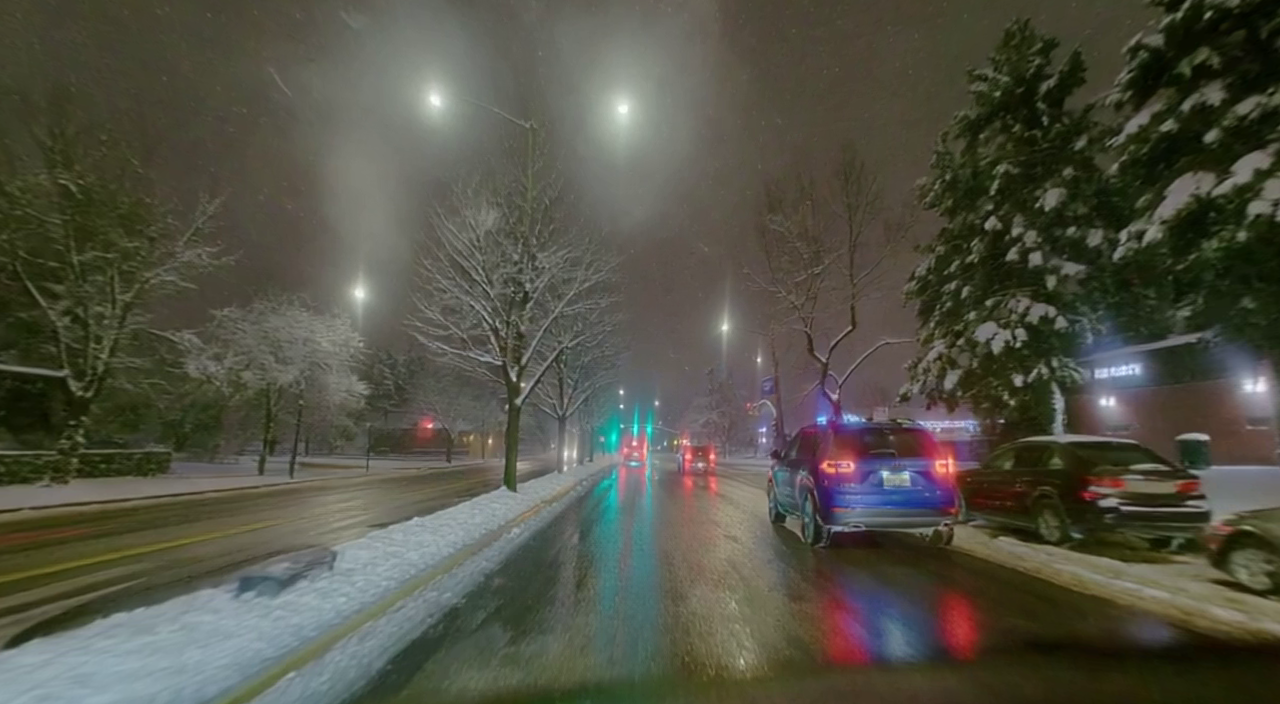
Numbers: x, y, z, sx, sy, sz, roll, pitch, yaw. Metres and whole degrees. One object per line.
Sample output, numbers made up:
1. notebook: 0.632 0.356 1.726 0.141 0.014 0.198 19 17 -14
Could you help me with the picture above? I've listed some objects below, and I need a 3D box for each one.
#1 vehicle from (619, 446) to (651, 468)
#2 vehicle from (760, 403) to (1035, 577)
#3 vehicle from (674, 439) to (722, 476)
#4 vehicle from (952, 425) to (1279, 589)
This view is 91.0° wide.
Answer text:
1. vehicle: -0.328 7.227 43.534 2.131 1.474 4.146 0 -8 0
2. vehicle: 3.209 1.817 9.049 2.033 1.865 4.360 0 -8 -1
3. vehicle: 3.103 5.780 34.837 2.085 1.828 5.383 0 -8 0
4. vehicle: 7.143 2.065 9.460 2.143 1.756 5.118 1 -8 -2
